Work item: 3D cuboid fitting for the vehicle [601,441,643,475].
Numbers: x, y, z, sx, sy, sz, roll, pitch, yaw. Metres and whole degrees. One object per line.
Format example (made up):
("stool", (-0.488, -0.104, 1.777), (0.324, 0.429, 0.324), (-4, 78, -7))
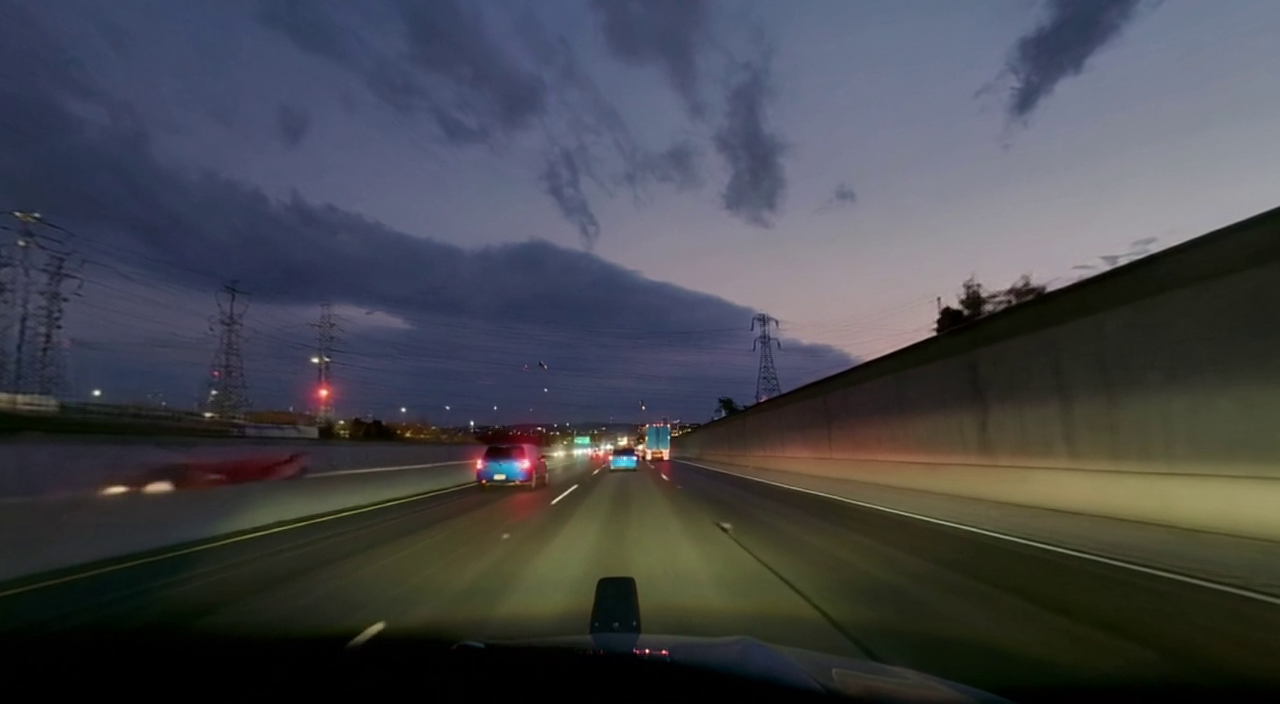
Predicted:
("vehicle", (-0.892, 5.453, 32.387), (2.004, 1.615, 4.113), (0, -9, -1))

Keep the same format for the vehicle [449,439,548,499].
("vehicle", (-3.957, 3.346, 18.278), (1.987, 1.548, 3.981), (0, -9, -1))
